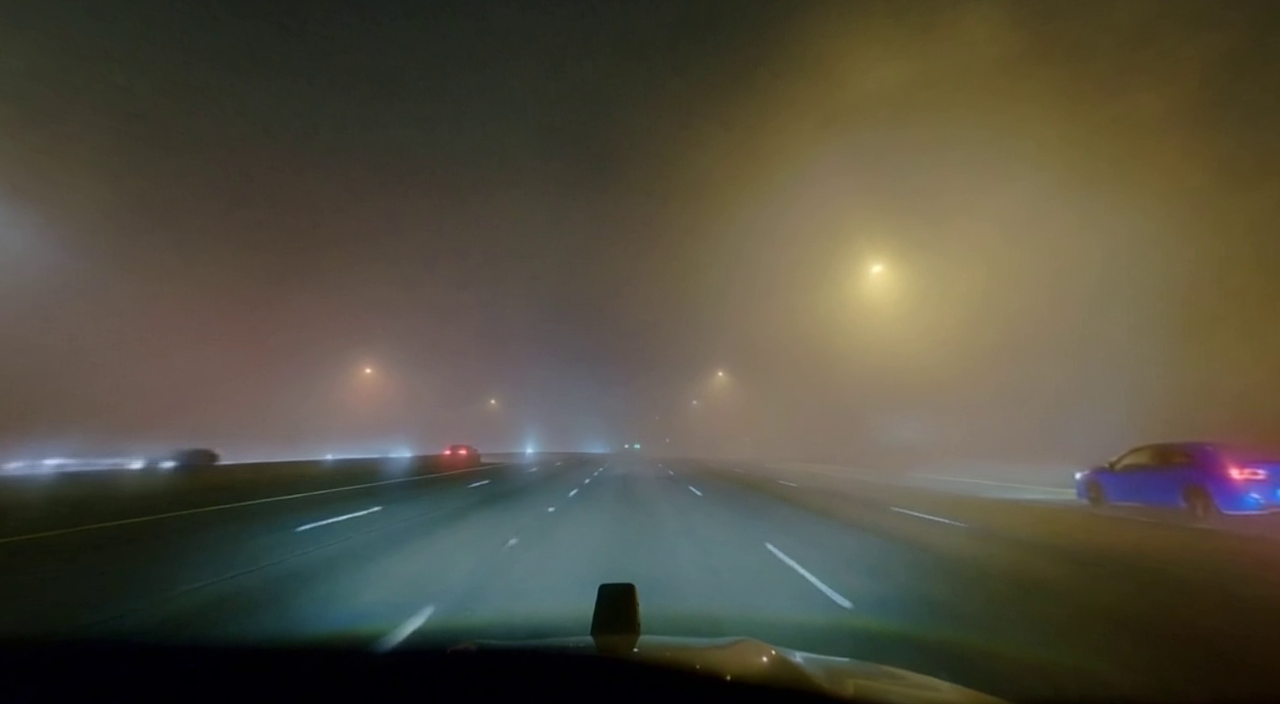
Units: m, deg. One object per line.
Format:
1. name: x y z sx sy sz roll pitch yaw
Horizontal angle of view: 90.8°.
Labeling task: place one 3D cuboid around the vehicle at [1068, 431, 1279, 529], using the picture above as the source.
1. vehicle: 10.711 2.287 11.963 1.985 1.493 4.486 0 -8 -1

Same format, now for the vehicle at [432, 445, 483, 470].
1. vehicle: -11.412 6.601 39.835 1.921 1.452 4.429 0 -8 0
